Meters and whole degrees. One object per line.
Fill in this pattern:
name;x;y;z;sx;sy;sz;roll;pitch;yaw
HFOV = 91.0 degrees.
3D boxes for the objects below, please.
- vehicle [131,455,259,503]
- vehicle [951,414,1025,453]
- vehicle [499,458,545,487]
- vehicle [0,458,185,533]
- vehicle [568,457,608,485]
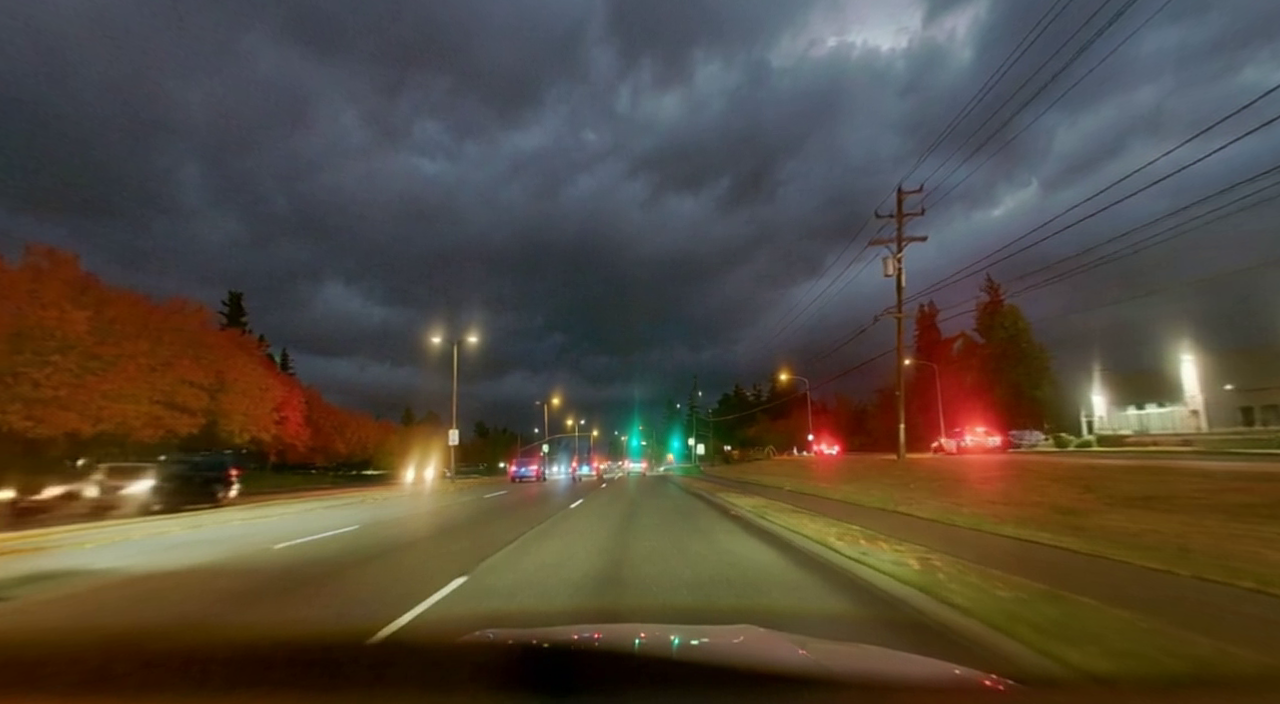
vehicle;-19.446;5.530;27.890;2.057;1.886;4.884;0;-9;0
vehicle;24.836;5.959;45.254;2.347;2.576;5.846;0;-9;5
vehicle;-7.179;7.369;38.774;1.932;1.596;4.247;0;-9;1
vehicle;-13.542;3.341;15.235;1.909;1.502;4.355;1;-9;-3
vehicle;-3.315;7.656;40.819;2.085;1.663;4.513;0;-9;2
